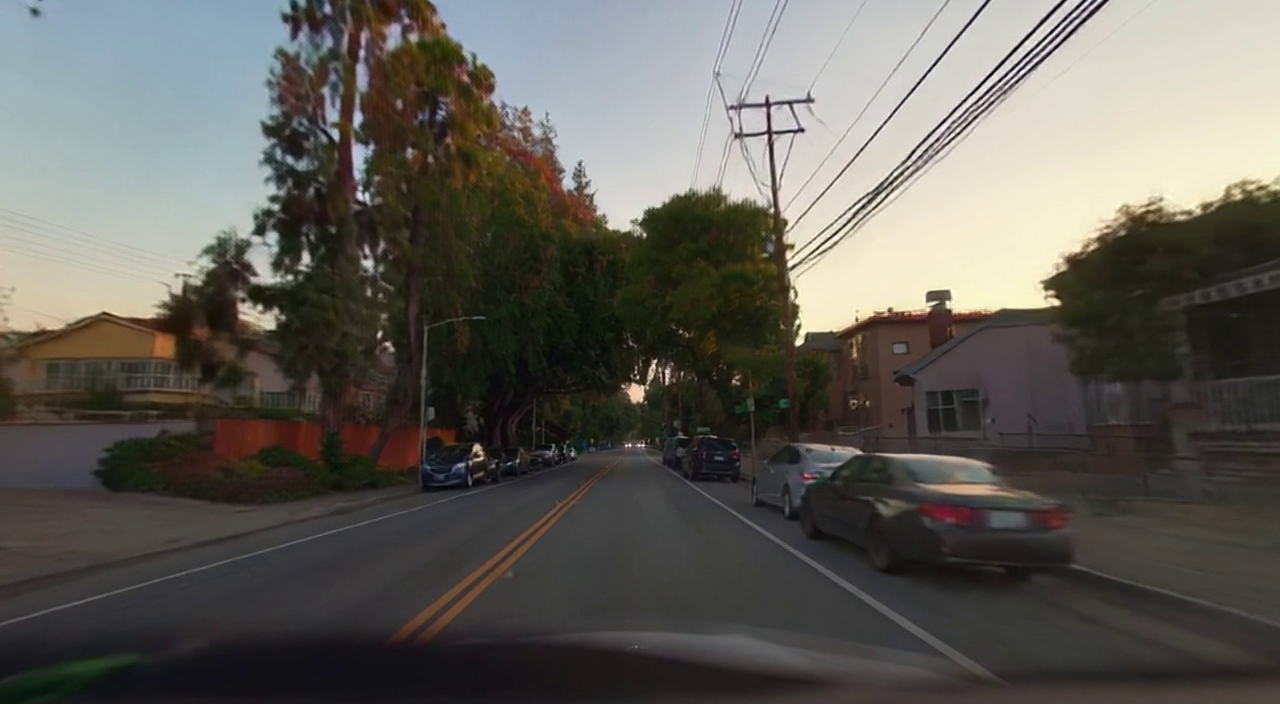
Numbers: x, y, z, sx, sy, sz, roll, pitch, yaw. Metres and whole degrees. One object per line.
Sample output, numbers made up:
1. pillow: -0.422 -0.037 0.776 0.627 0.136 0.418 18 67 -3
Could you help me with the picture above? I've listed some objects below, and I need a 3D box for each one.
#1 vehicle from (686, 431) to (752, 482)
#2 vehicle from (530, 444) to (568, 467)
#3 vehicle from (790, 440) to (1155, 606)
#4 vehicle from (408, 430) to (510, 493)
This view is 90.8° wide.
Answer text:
1. vehicle: 3.229 4.402 26.965 2.065 1.953 5.359 0 -8 -1
2. vehicle: -6.920 7.938 48.604 2.084 1.573 4.599 -2 -7 2
3. vehicle: 3.347 1.772 7.589 1.967 1.382 4.361 0 -8 -1
4. vehicle: -6.749 4.092 24.285 2.451 2.099 5.112 -1 -7 -1
